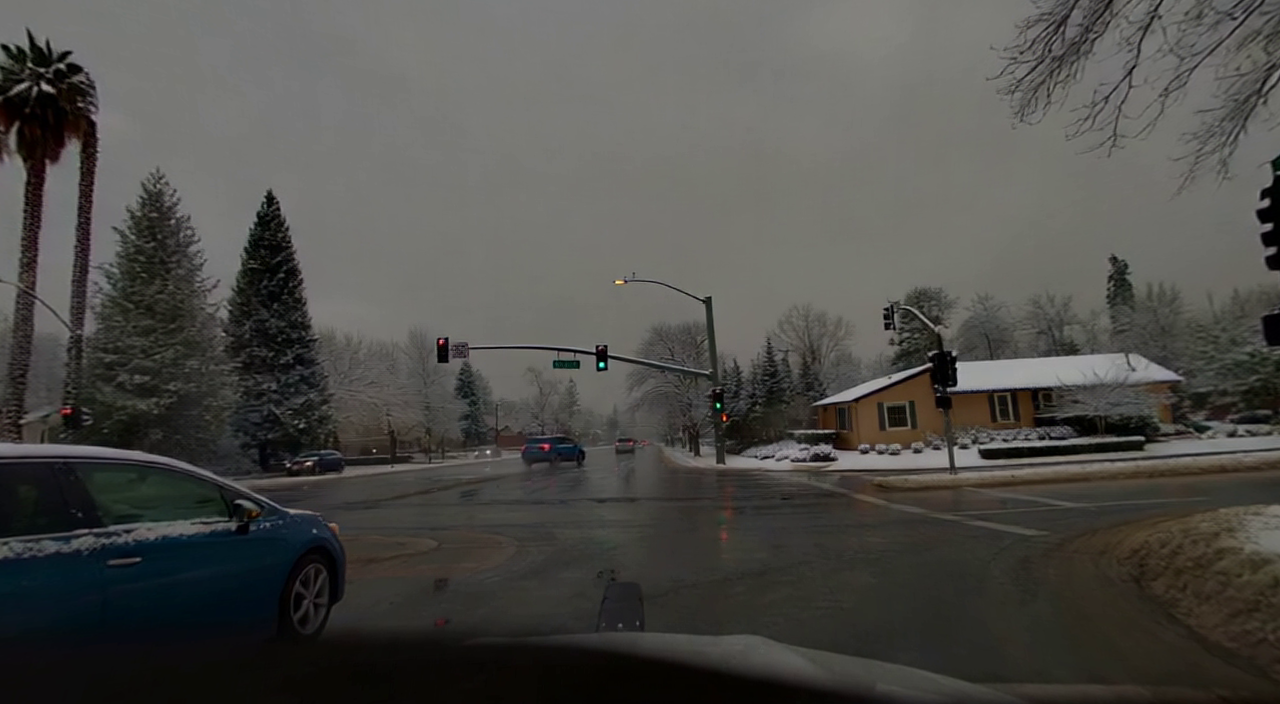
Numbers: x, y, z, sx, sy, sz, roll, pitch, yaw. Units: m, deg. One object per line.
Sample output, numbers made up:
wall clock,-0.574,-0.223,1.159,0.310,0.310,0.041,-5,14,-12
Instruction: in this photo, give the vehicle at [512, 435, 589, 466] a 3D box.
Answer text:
vehicle,-4.845,5.437,34.920,2.083,1.541,4.777,-4,-9,22

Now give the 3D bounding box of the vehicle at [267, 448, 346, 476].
vehicle,-19.998,6.607,38.152,2.084,1.528,4.778,-1,-9,2
